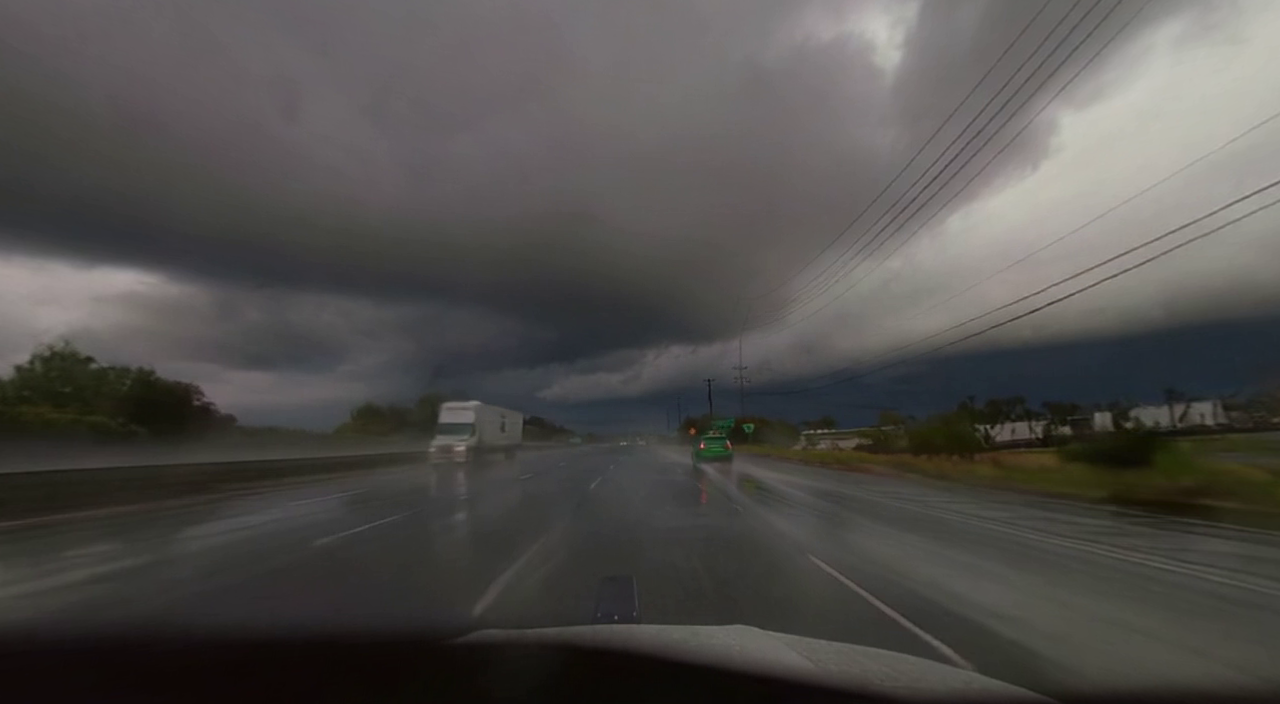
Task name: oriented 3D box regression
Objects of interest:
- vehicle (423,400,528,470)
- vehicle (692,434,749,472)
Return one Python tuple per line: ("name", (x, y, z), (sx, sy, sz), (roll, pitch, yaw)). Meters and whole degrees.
("vehicle", (-11.201, 6.108, 45.571), (3.267, 4.085, 16.559), (-1, -8, 0))
("vehicle", (3.600, 4.609, 28.911), (1.977, 1.581, 4.428), (0, -8, -1))
